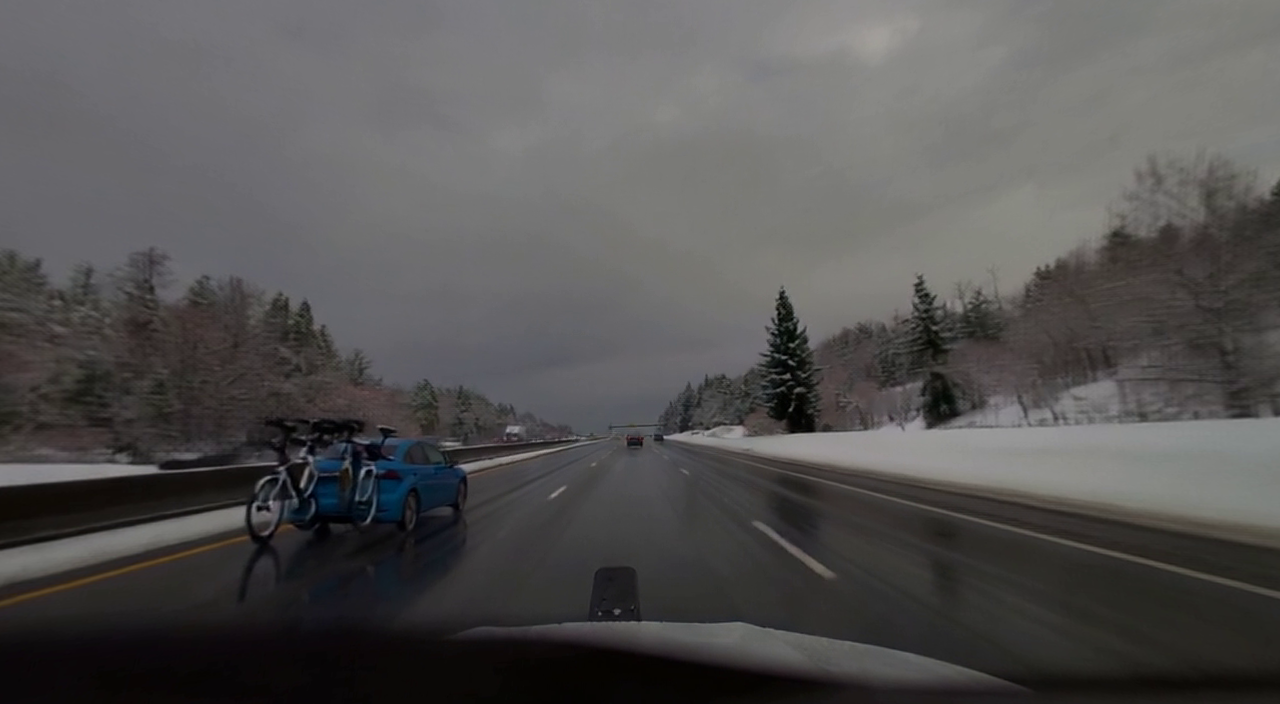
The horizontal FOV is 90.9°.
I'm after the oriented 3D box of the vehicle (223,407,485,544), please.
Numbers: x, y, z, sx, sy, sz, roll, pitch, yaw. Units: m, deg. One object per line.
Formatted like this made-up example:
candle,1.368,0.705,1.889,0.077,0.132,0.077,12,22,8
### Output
vehicle,-4.004,1.790,9.880,2.064,1.647,4.381,0,-8,0
